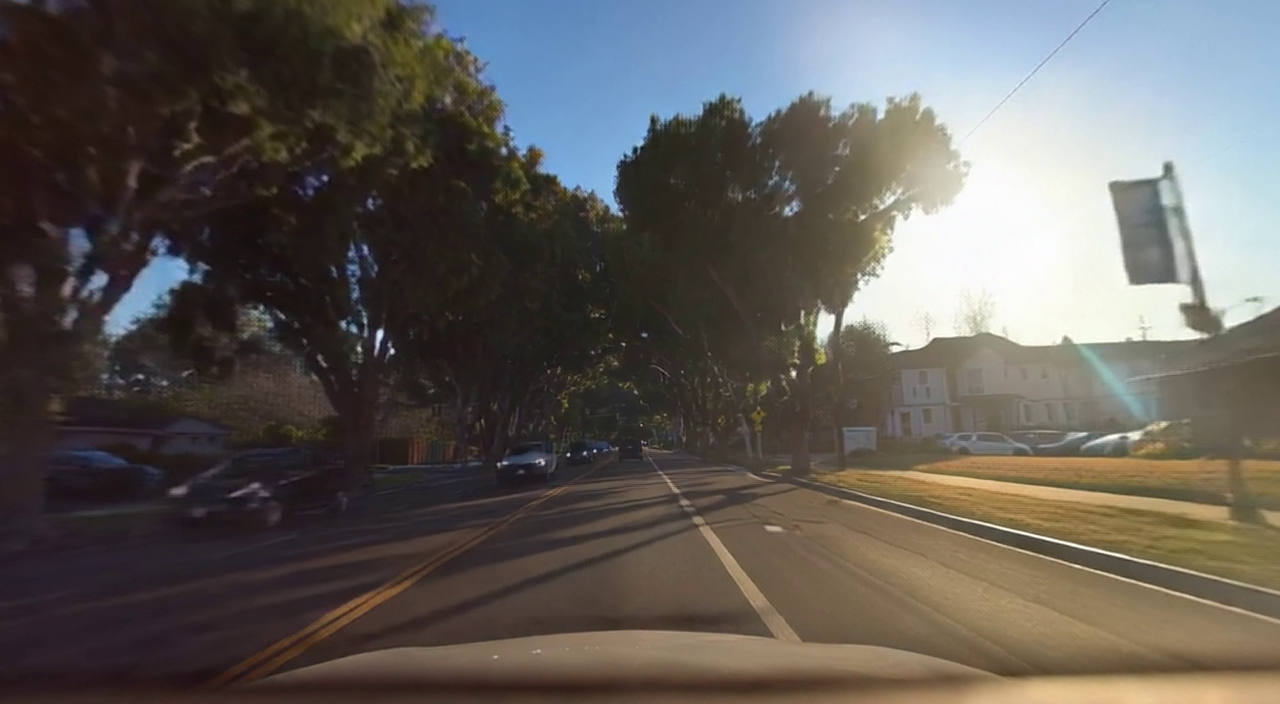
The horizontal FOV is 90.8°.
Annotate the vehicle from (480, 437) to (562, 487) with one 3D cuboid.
[{"bbox_3d":[-4.187,3.939,22.903,2.115,1.638,4.098,0,-9,1],"label":"vehicle"}]

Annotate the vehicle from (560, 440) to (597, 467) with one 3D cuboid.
[{"bbox_3d":[-4.086,6.797,42.354,1.977,1.729,4.625,0,-9,0],"label":"vehicle"}]

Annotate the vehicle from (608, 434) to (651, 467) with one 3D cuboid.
[{"bbox_3d":[-0.615,6.299,40.432,2.554,1.902,5.329,0,-9,1],"label":"vehicle"}]

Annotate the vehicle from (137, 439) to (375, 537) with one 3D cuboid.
[{"bbox_3d":[-7.964,2.831,13.892,2.211,1.608,4.942,-3,-9,-1],"label":"vehicle"}]
